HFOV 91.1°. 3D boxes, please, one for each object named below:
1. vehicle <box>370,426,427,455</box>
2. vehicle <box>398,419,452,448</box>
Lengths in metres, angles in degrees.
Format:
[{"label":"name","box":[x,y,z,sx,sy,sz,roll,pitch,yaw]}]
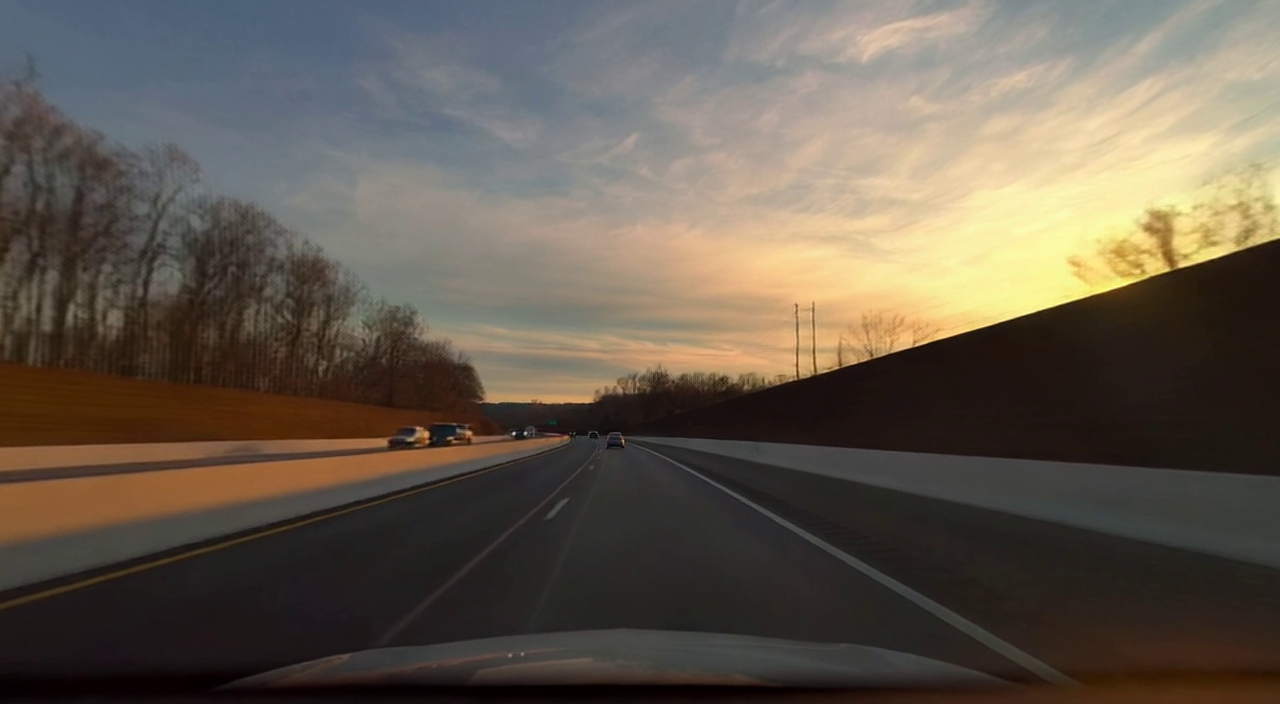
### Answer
[{"label":"vehicle","box":[-15.764,5.816,41.355,2.048,1.749,4.557,0,-8,-2]},{"label":"vehicle","box":[-16.029,6.069,47.218,2.389,1.895,4.784,4,-6,-2]}]
